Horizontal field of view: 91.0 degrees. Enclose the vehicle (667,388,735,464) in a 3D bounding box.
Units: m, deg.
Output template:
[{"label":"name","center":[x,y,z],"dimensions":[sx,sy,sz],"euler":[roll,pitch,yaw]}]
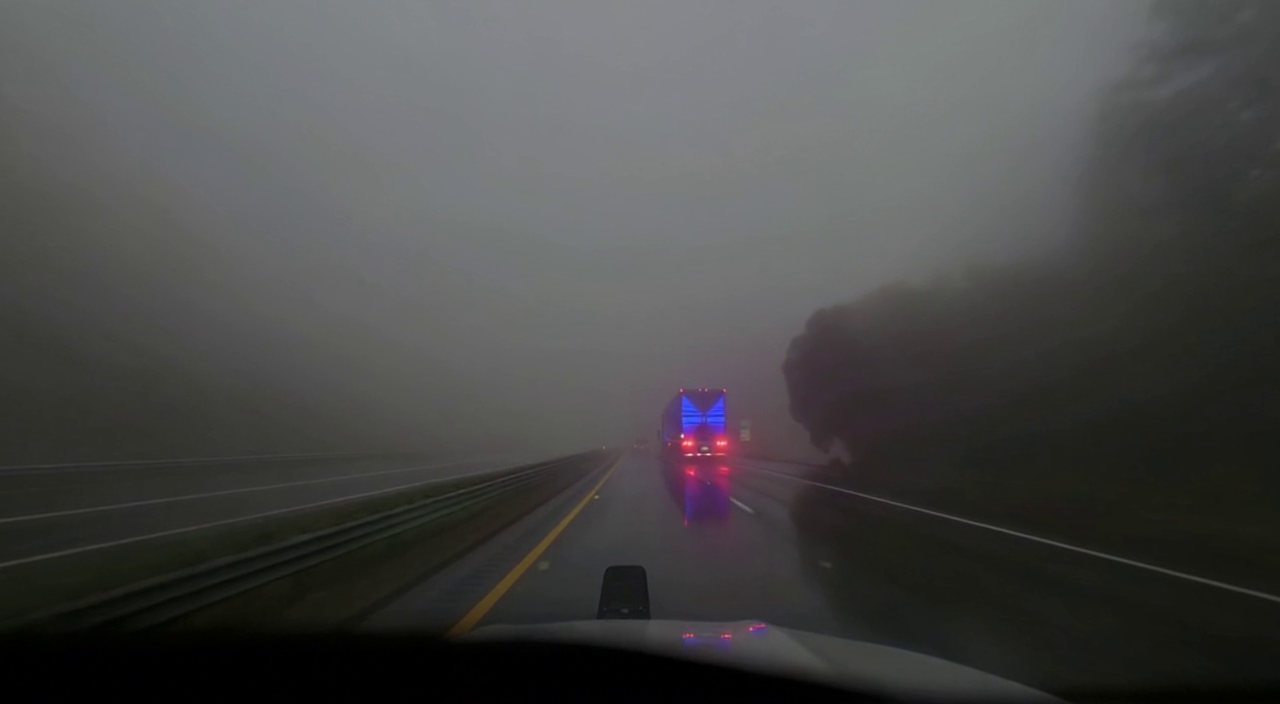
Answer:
[{"label":"vehicle","center":[3.973,5.417,44.786],"dimensions":[3.615,4.578,13.539],"euler":[0,-8,1]}]
